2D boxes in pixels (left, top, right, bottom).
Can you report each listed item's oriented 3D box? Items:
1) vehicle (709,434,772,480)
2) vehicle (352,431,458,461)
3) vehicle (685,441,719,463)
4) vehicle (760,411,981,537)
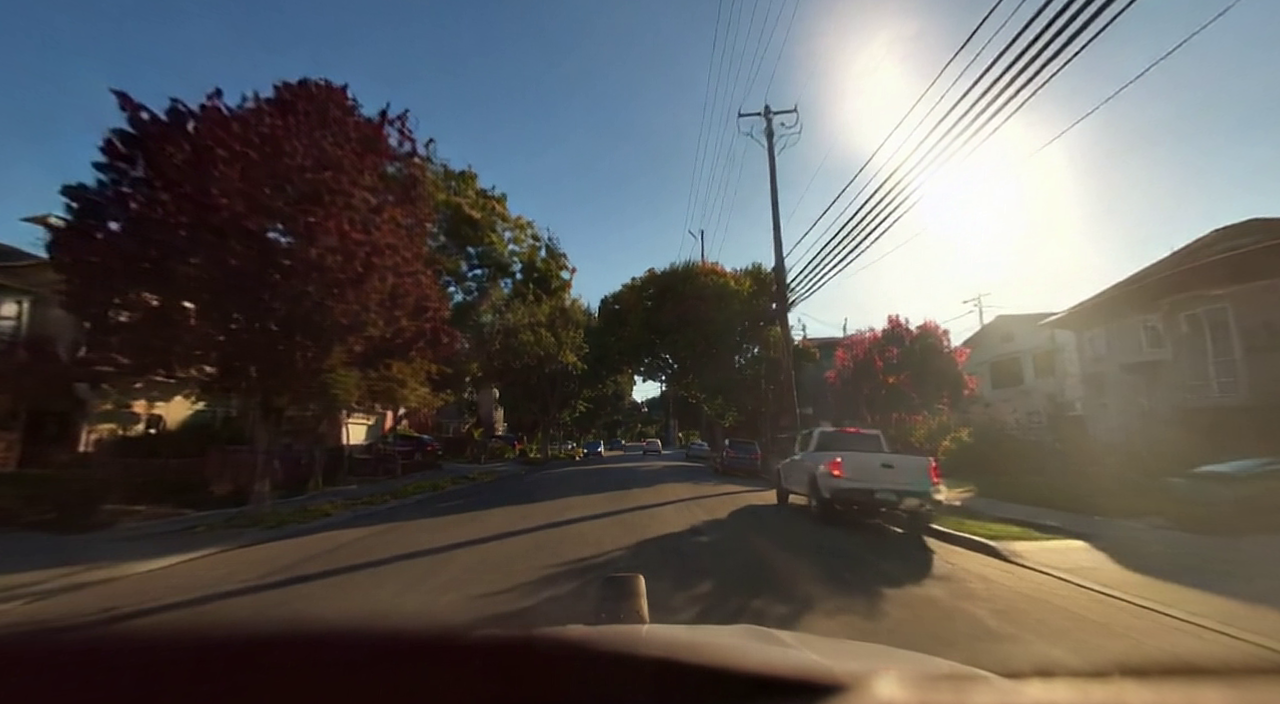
[{"bbox_3d":[4.191,4.450,27.056,2.066,1.753,4.877,0,-8,2],"label":"vehicle"},{"bbox_3d":[-12.343,4.991,33.439,4.792,1.521,2.077,0,-8,1],"label":"vehicle"},{"bbox_3d":[4.460,7.302,46.181,2.031,1.471,4.328,0,-8,-1],"label":"vehicle"},{"bbox_3d":[3.847,2.152,11.786,2.280,1.820,5.001,0,-8,1],"label":"vehicle"}]
